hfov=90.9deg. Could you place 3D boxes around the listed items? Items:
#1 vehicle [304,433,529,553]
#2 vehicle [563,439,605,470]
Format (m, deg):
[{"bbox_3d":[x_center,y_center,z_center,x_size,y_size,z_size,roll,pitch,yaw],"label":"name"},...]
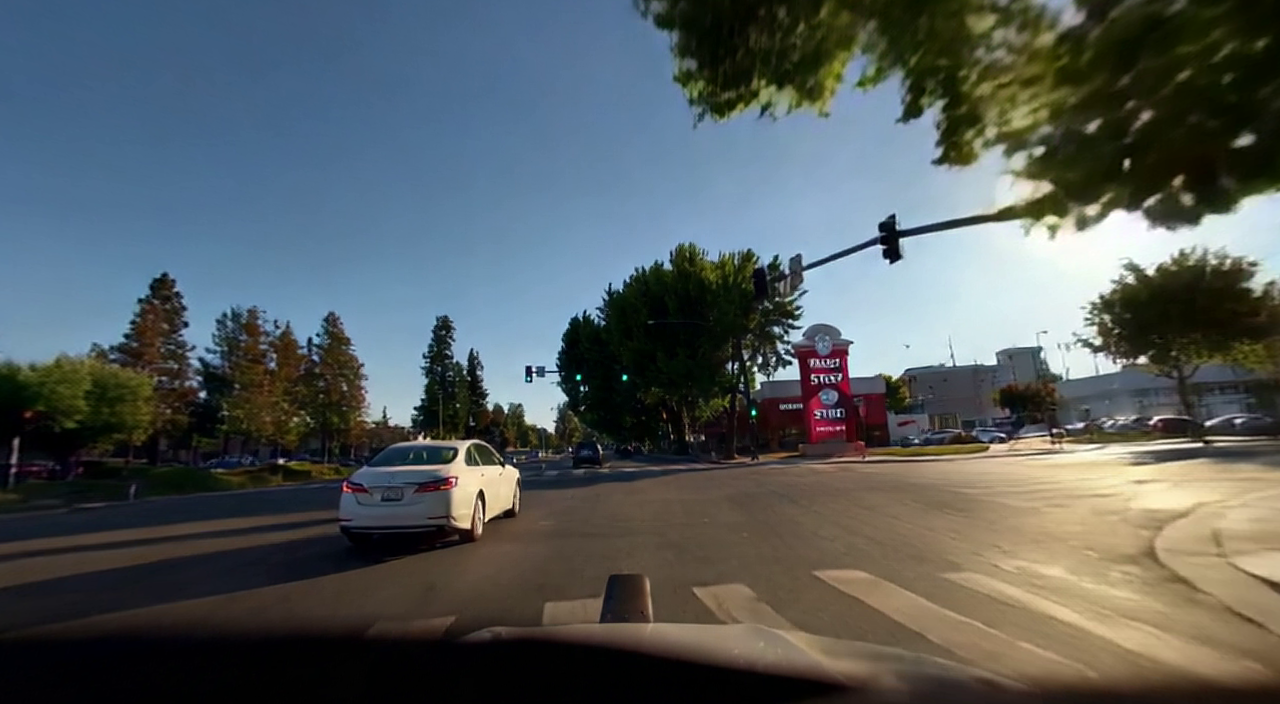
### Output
[{"bbox_3d":[-3.220,2.112,10.216,2.018,1.477,4.401,-1,-8,0],"label":"vehicle"},{"bbox_3d":[-3.243,6.075,37.398,2.109,1.692,4.220,-1,-8,0],"label":"vehicle"}]
